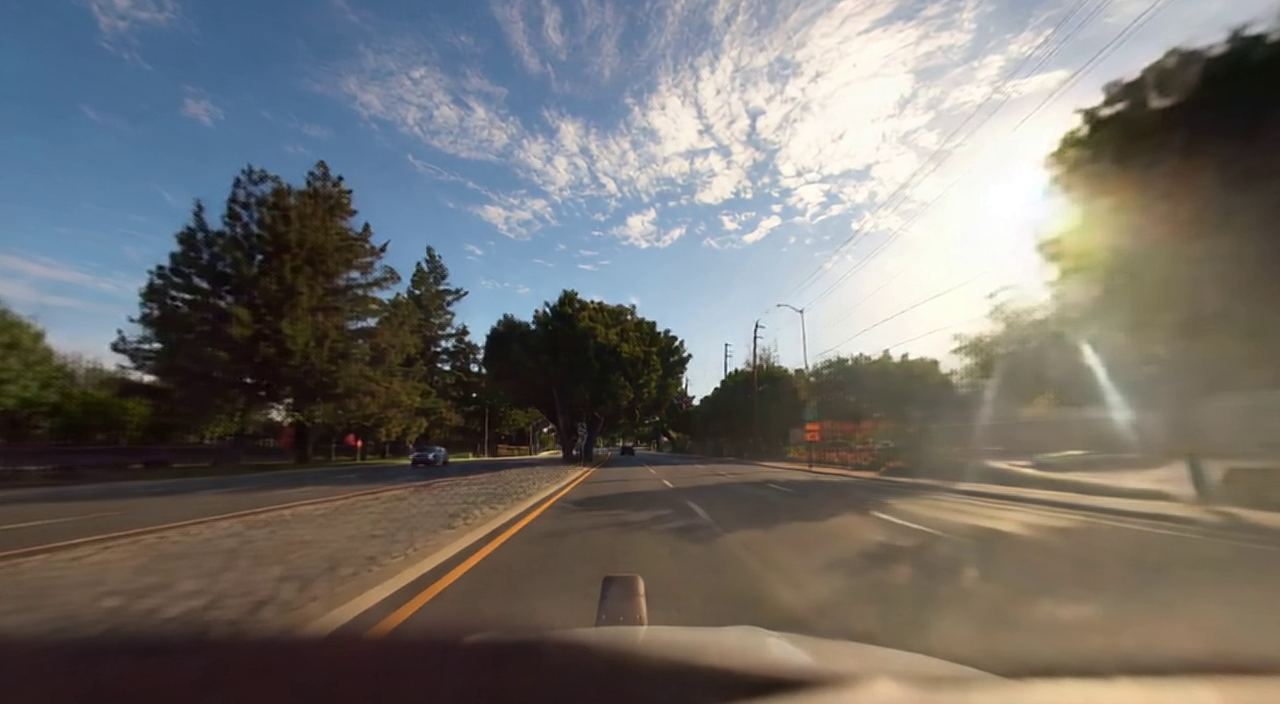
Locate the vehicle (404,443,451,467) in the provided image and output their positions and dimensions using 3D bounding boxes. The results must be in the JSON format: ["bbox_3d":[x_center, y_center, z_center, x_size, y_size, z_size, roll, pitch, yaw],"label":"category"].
[{"bbox_3d":[-16.380,7.980,48.968,2.022,1.738,4.668,0,-9,0],"label":"vehicle"}]
